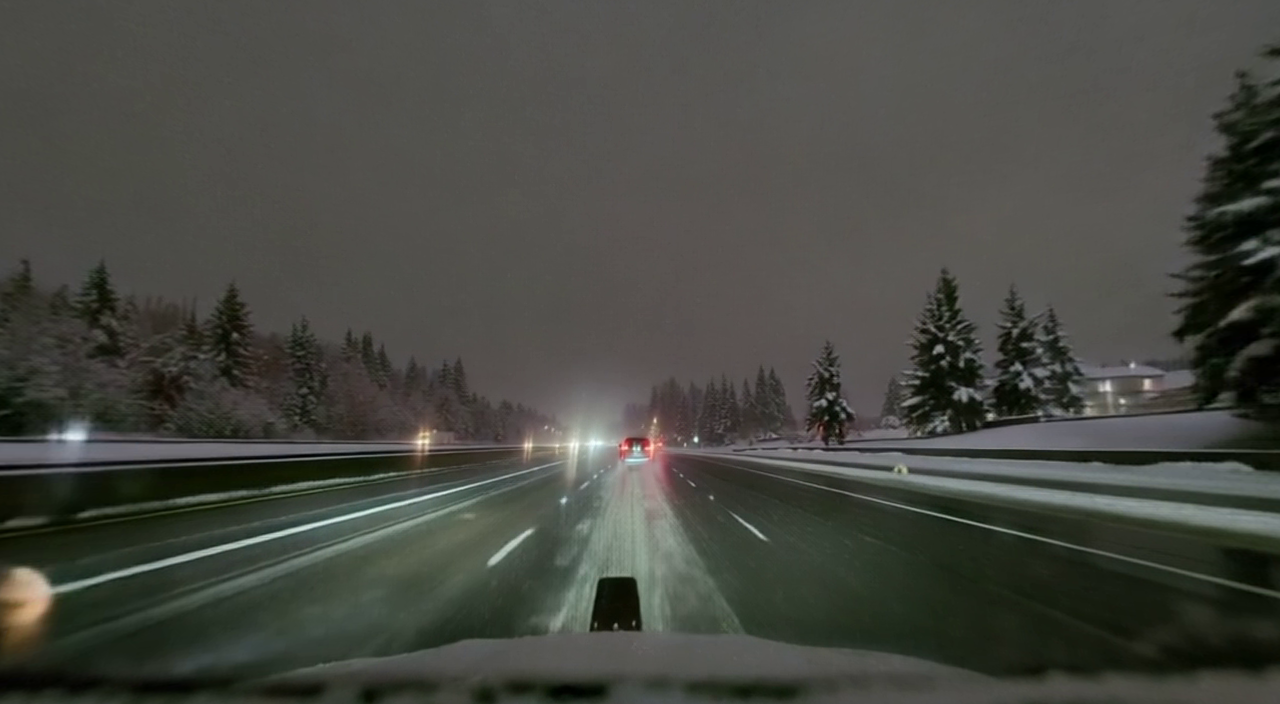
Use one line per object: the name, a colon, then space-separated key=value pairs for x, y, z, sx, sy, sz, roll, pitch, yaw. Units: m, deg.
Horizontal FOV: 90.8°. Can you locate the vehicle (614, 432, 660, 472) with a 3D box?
vehicle: x=-0.165 y=5.224 z=33.053 sx=2.269 sy=1.924 sz=4.596 roll=0 pitch=-8 yaw=0

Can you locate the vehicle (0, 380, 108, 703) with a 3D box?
vehicle: x=-3.419 y=0.591 z=0.241 sx=2.140 sy=1.574 sz=4.946 roll=0 pitch=-8 yaw=0
